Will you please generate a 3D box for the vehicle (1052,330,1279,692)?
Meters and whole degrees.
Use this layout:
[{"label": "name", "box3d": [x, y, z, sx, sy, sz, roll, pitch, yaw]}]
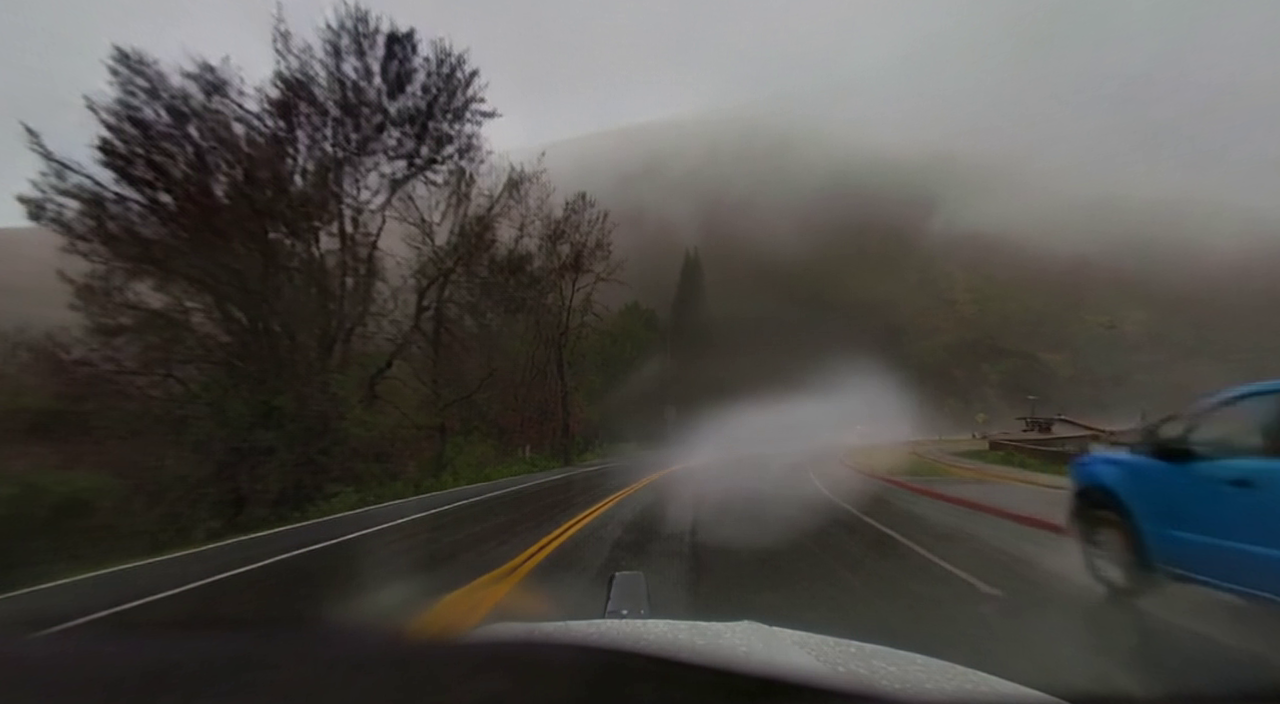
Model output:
[{"label": "vehicle", "box3d": [4.207, 0.764, 2.777, 1.992, 1.817, 4.467, 0, -7, 4]}]
